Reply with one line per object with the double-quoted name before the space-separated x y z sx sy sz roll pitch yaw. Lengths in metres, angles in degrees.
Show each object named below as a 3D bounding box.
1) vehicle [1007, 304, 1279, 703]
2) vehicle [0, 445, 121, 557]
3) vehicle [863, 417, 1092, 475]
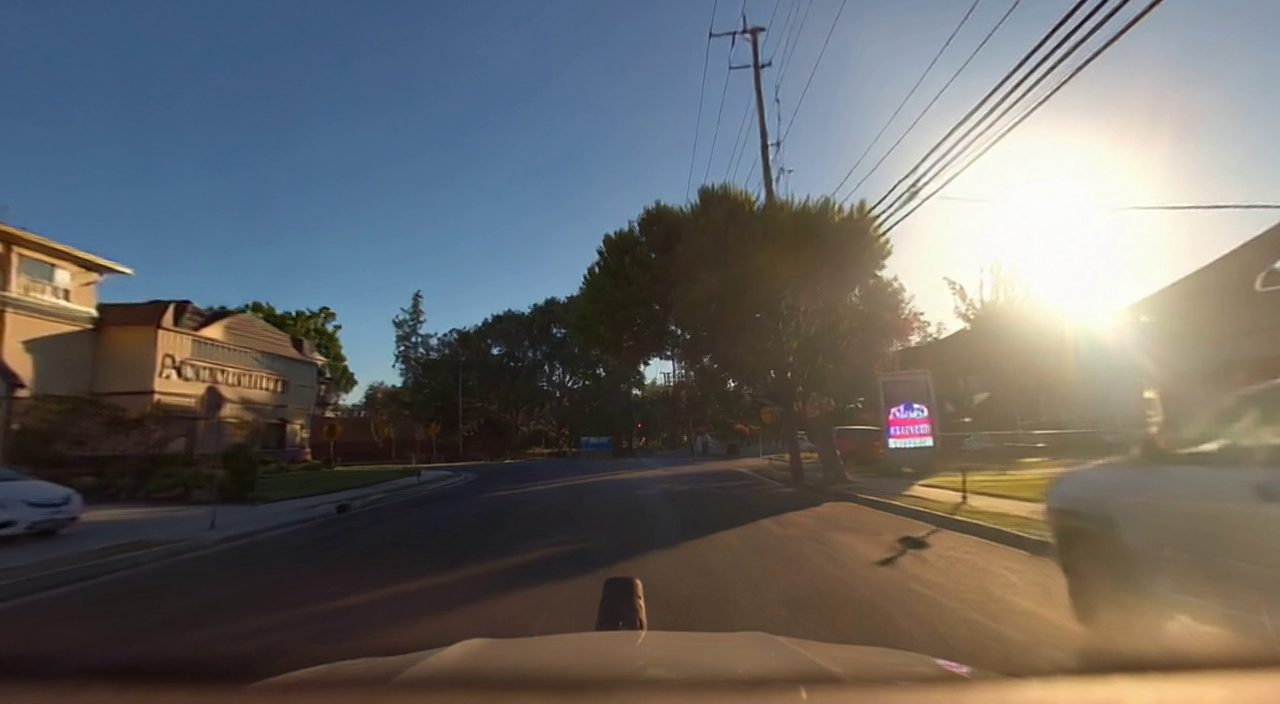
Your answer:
"vehicle" 4.005 0.665 2.269 2.205 1.923 5.178 0 -8 0
"vehicle" -11.092 2.148 9.378 4.813 1.503 1.923 1 -8 -5
"vehicle" 10.624 3.020 20.240 6.000 1.740 2.356 0 -8 -1
